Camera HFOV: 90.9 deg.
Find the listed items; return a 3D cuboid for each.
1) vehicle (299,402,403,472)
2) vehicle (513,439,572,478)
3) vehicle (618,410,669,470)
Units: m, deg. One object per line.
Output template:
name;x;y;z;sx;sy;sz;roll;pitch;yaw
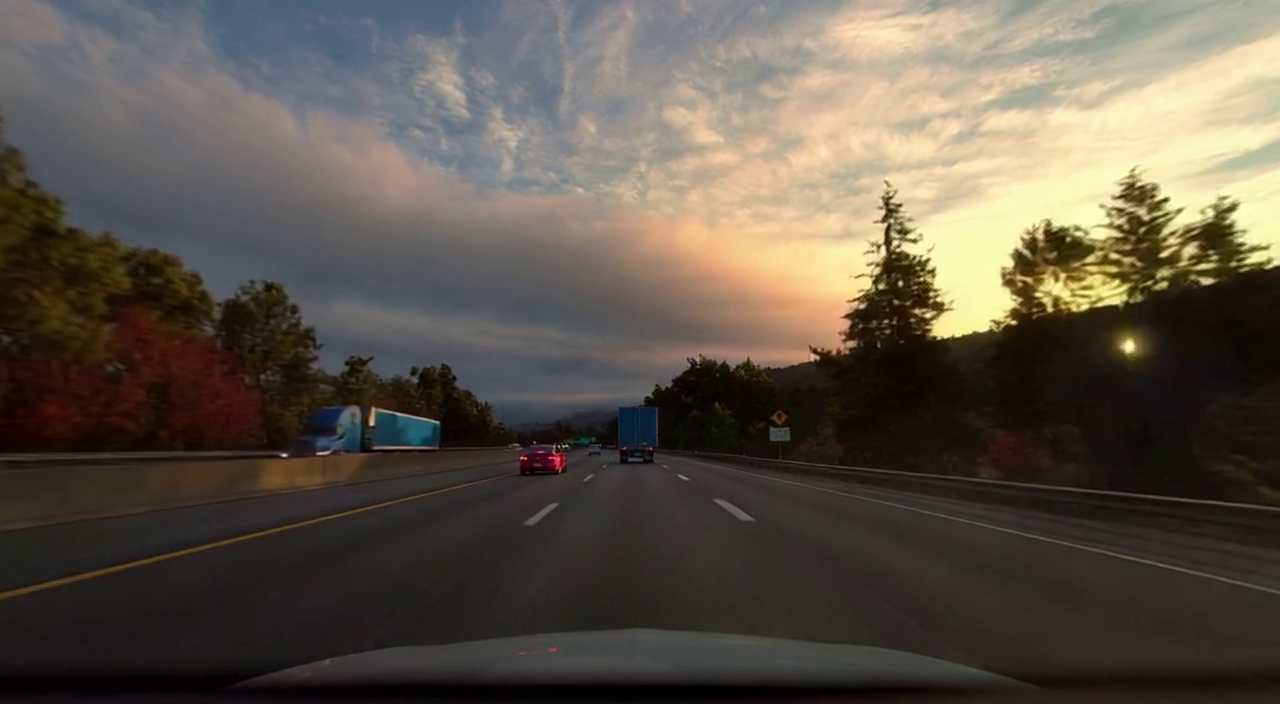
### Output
vehicle;-16.815;5.077;37.293;3.091;3.763;6.553;0;-9;-1
vehicle;-4.293;4.766;28.338;1.977;1.602;3.944;0;-9;0
vehicle;0.069;6.108;43.306;2.893;3.628;9.081;0;-9;-3
